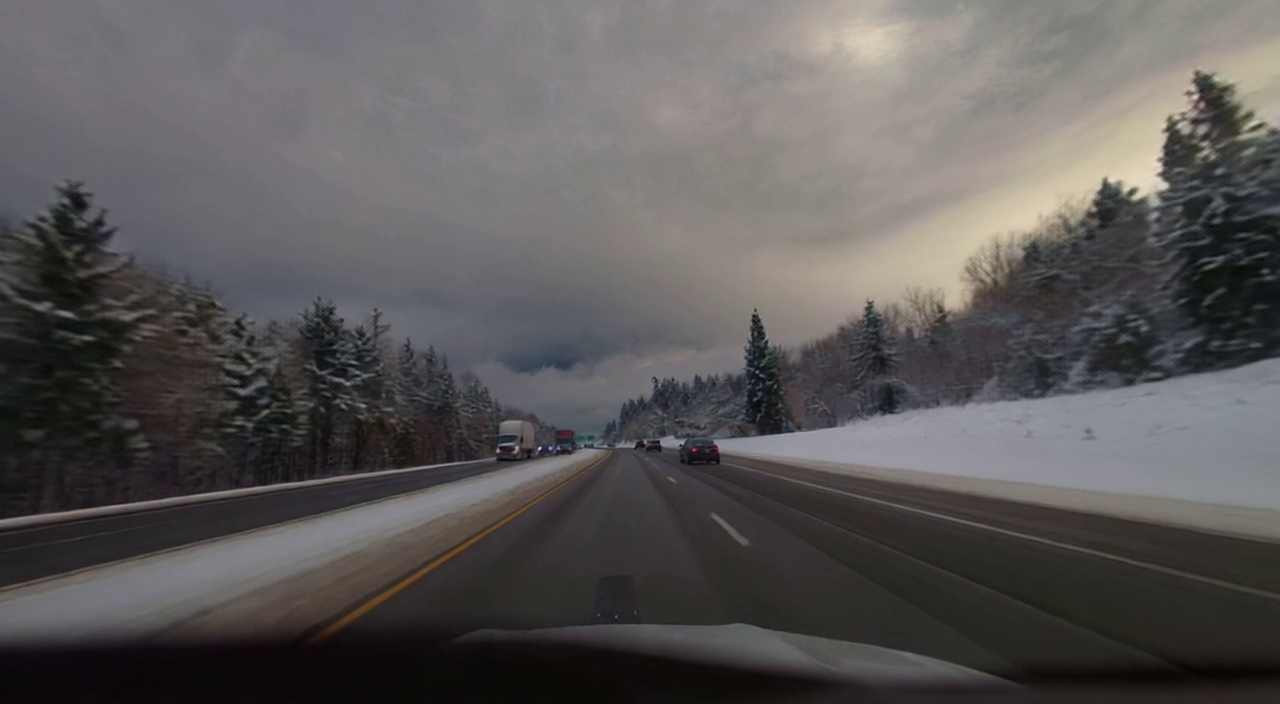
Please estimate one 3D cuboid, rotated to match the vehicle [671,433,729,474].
[{"bbox_3d":[2.662,4.619,28.876,2.043,1.673,4.016,0,-8,-3],"label":"vehicle"}]
